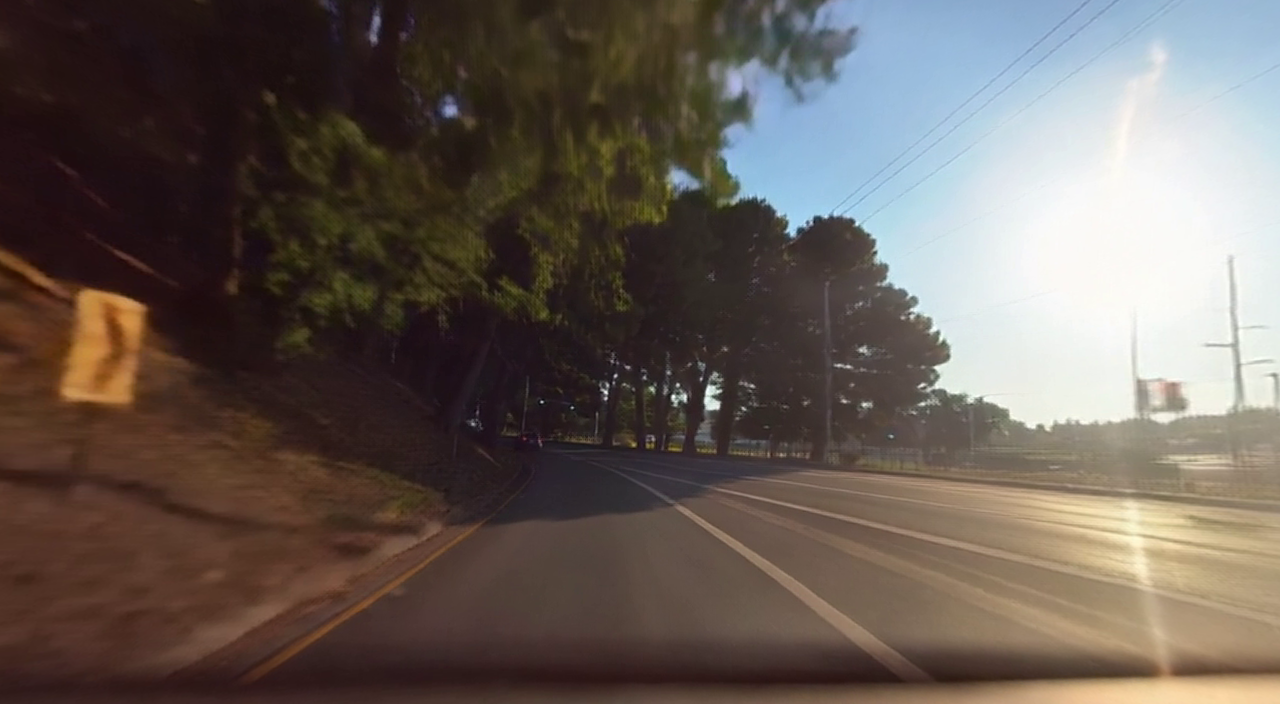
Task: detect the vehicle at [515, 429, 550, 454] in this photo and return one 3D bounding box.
[{"bbox_3d":[-7.803,6.475,45.349,1.947,1.729,4.051,3,-9,-17],"label":"vehicle"}]
